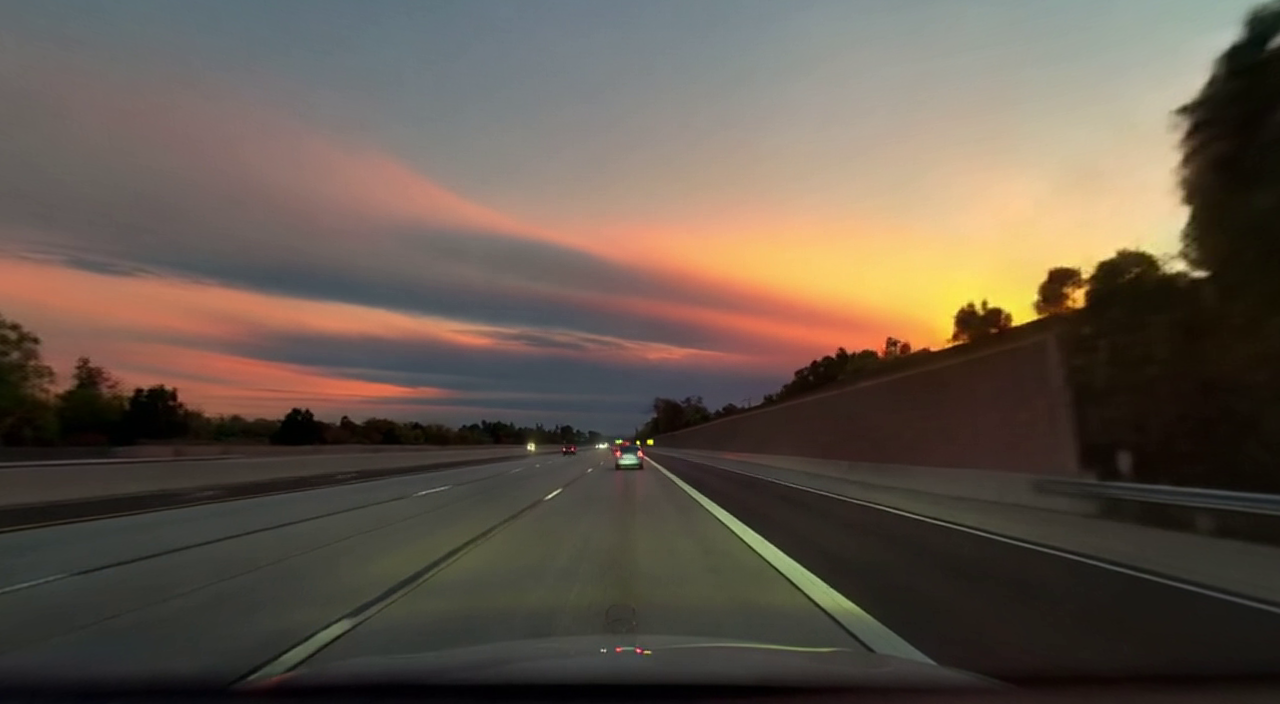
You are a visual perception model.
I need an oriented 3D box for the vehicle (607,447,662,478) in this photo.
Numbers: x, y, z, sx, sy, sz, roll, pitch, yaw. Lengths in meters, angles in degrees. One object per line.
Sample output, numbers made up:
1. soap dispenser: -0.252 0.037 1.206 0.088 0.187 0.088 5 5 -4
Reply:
1. vehicle: -0.347 5.307 30.568 2.398 1.336 5.698 0 -9 -2
